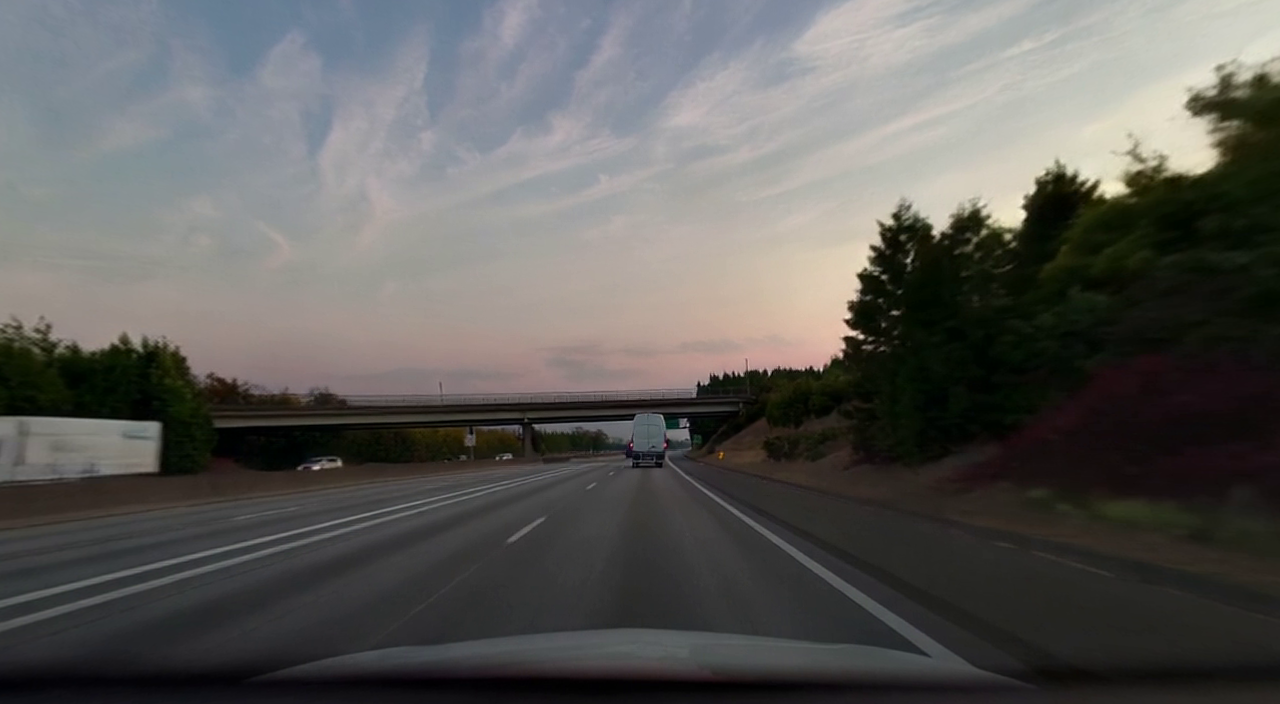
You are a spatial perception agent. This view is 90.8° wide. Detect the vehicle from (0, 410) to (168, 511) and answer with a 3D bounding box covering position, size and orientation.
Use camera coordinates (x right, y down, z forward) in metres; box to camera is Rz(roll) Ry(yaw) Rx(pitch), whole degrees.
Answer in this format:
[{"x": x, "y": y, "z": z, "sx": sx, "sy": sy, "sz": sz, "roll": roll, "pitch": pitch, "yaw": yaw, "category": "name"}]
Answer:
[{"x": -24.665, "y": 4.479, "z": 26.265, "sx": 2.844, "sy": 3.634, "sz": 9.043, "roll": 0, "pitch": -9, "yaw": 1, "category": "vehicle"}]
